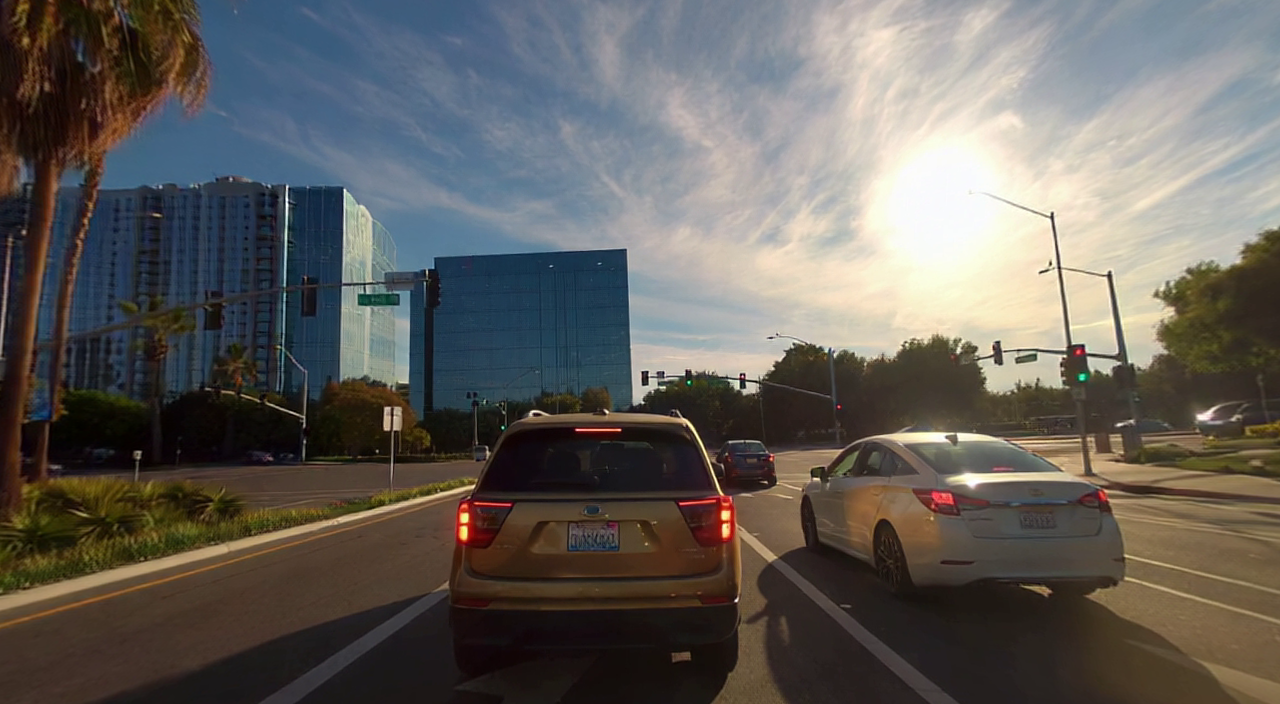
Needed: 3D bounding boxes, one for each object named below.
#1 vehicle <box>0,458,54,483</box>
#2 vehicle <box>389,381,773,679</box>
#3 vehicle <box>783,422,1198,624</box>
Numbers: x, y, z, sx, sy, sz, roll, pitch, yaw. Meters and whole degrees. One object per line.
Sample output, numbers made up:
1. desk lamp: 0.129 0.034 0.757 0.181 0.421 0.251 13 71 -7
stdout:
1. vehicle: -47.870 8.892 47.267 5.347 1.785 2.123 0 -8 2
2. vehicle: -0.340 1.312 5.686 2.172 1.694 4.055 0 -8 0
3. vehicle: 3.110 1.602 6.943 1.971 1.473 4.495 0 -8 0
